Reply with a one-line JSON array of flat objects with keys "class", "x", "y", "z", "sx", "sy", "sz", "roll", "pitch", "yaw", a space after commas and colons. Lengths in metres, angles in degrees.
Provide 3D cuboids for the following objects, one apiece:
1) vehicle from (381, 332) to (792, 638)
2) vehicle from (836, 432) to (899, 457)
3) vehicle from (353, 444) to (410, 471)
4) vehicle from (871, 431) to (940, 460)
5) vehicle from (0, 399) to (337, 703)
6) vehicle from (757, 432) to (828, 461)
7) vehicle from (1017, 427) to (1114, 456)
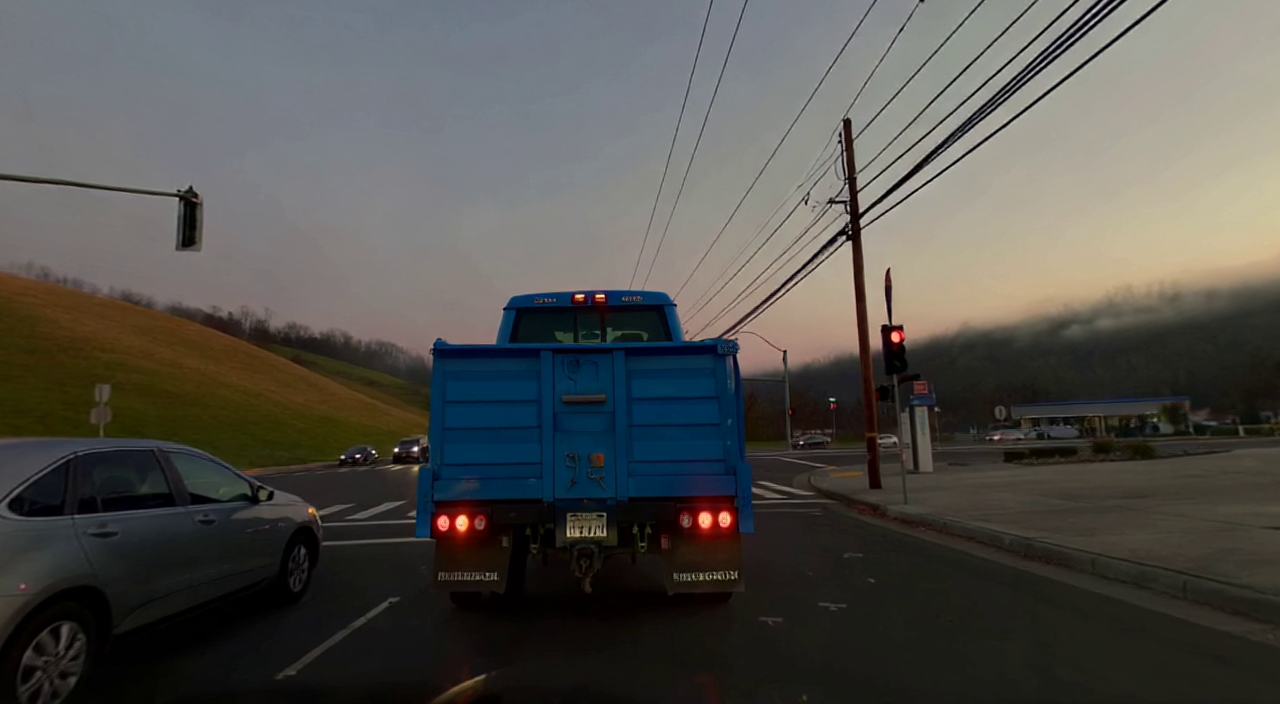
[{"class": "vehicle", "x": -0.425, "y": 1.321, "z": 7.207, "sx": 2.859, "sy": 2.144, "sz": 5.406, "roll": 0, "pitch": -9, "yaw": -1}, {"class": "vehicle", "x": 17.059, "y": 6.923, "z": 47.171, "sx": 4.975, "sy": 1.799, "sz": 2.117, "roll": 7, "pitch": -11, "yaw": -39}, {"class": "vehicle", "x": -17.124, "y": 7.009, "z": 41.911, "sx": 2.133, "sy": 1.690, "sz": 4.331, "roll": 0, "pitch": -9, "yaw": -3}, {"class": "vehicle", "x": 17.341, "y": 6.104, "z": 40.976, "sx": 5.021, "sy": 1.757, "sz": 2.012, "roll": 7, "pitch": -11, "yaw": -41}, {"class": "vehicle", "x": -3.962, "y": 1.188, "z": 3.979, "sx": 2.017, "sy": 1.555, "sz": 4.150, "roll": -1, "pitch": -9, "yaw": 0}, {"class": "vehicle", "x": 9.946, "y": 6.146, "z": 40.917, "sx": 4.806, "sy": 1.798, "sz": 2.022, "roll": 7, "pitch": -11, "yaw": -41}, {"class": "vehicle", "x": 25.561, "y": 5.386, "z": 37.930, "sx": 4.419, "sy": 1.496, "sz": 1.854, "roll": -2, "pitch": -9, "yaw": 1}]
